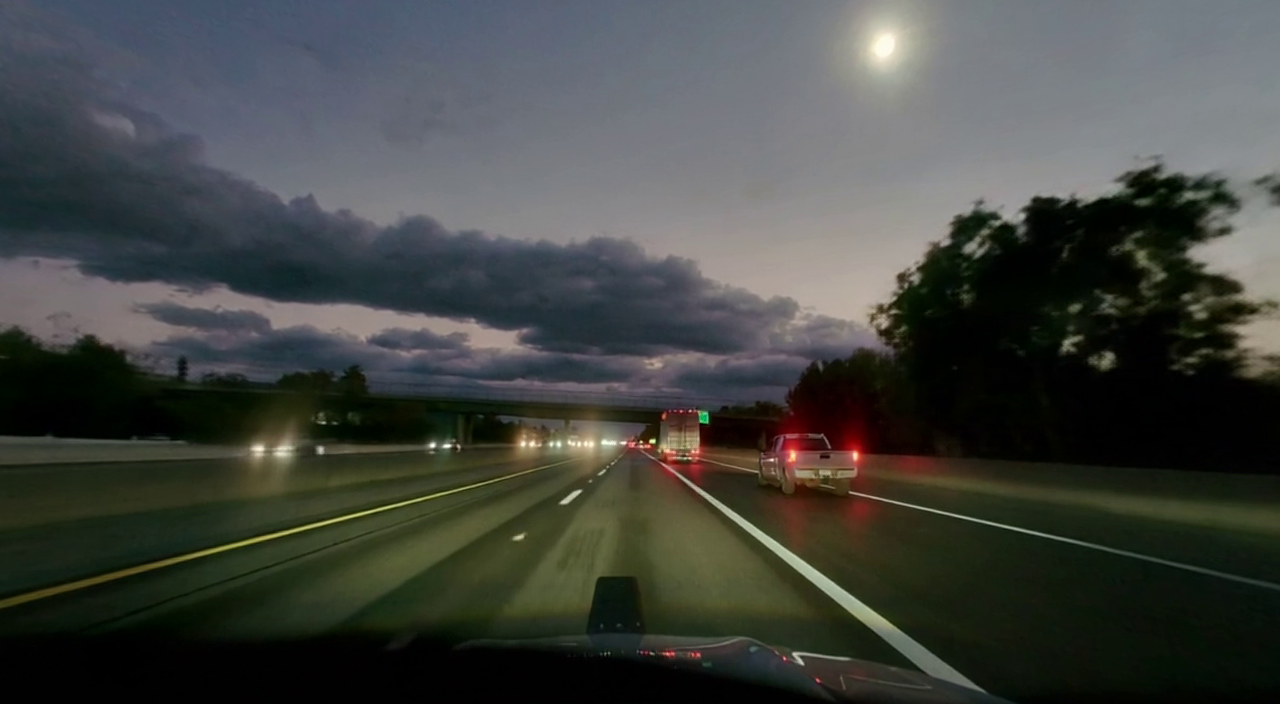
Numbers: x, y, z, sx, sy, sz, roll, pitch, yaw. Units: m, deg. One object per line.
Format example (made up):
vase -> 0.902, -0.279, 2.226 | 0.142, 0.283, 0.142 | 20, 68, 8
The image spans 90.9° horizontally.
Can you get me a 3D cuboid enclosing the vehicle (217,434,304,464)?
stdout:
vehicle -> -19.686, 5.063, 32.903 | 1.787, 1.457, 4.417 | 0, -9, 0
